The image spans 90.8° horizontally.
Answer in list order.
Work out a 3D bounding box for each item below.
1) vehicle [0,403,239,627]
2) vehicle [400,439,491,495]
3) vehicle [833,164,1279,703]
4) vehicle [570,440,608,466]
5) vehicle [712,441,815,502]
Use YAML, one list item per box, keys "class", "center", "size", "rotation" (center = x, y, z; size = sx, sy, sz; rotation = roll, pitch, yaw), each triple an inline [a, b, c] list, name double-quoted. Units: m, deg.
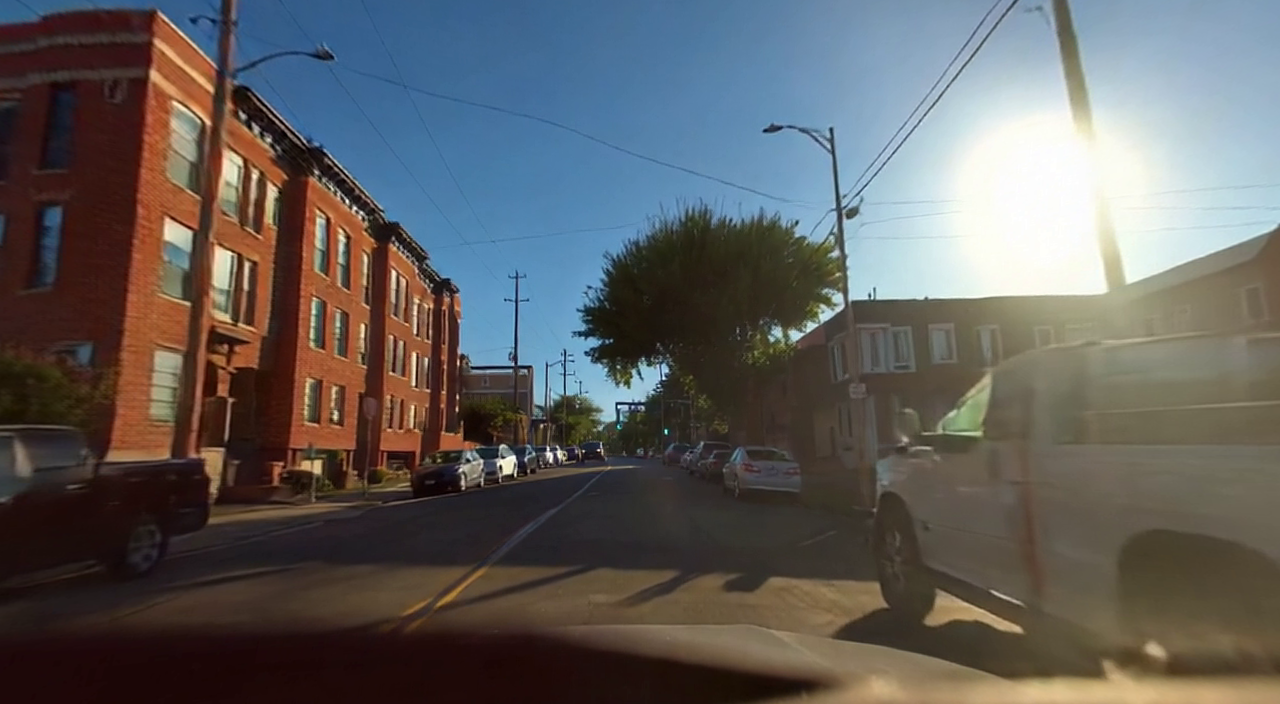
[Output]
- class: "vehicle"
  center: [-6.638, 1.452, 5.728]
  size: [2.259, 1.899, 5.643]
  rotation: [0, -8, 0]
- class: "vehicle"
  center: [-6.833, 4.060, 22.803]
  size: [1.930, 1.756, 4.955]
  rotation: [0, -8, -3]
- class: "vehicle"
  center: [3.161, 0.766, 3.300]
  size: [2.480, 2.230, 5.704]
  rotation: [0, -8, 0]
- class: "vehicle"
  center: [-3.771, 7.556, 47.610]
  size: [2.236, 1.834, 4.743]
  rotation: [-1, -8, 3]
- class: "vehicle"
  center: [3.274, 3.263, 17.711]
  size: [1.885, 1.464, 4.466]
  rotation: [0, -8, -1]
